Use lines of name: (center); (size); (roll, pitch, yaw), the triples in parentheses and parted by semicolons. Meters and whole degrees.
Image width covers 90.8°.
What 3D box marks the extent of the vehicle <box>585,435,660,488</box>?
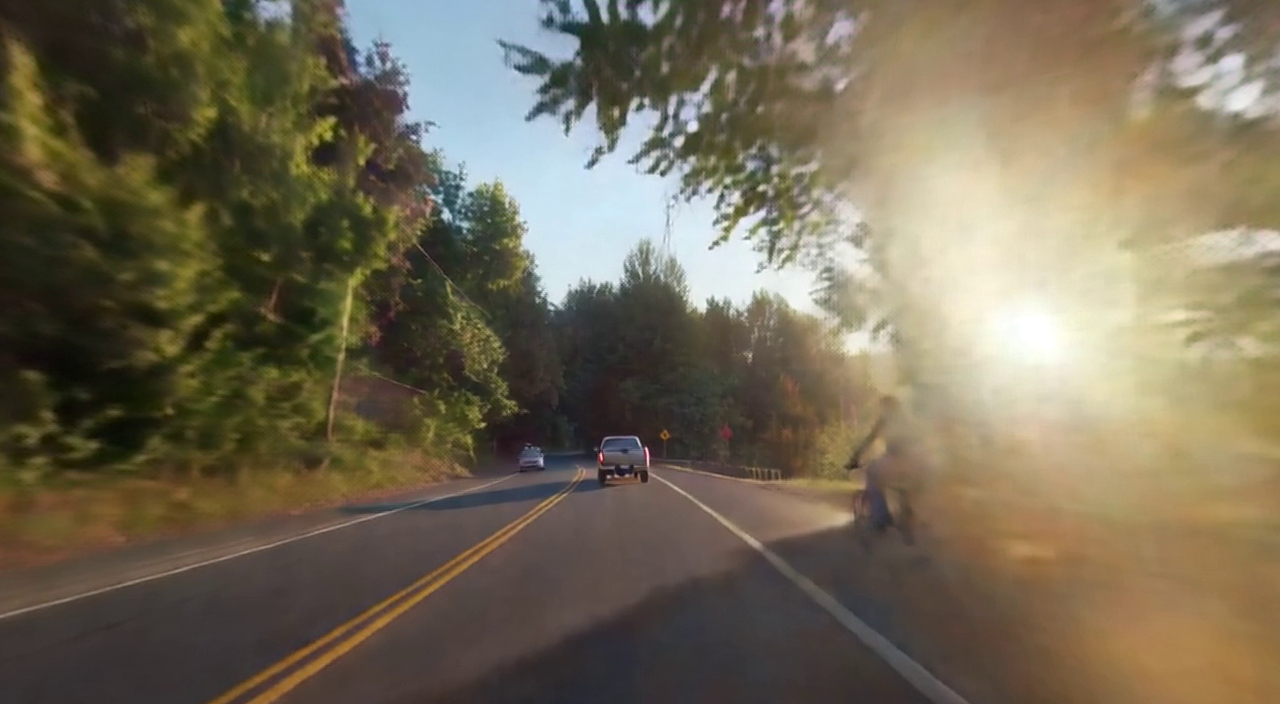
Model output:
vehicle: (-0.784, 4.242, 24.971); (2.631, 1.798, 5.331); (0, -8, -4)

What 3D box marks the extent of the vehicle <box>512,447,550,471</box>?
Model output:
vehicle: (-7.381, 7.235, 43.024); (2.198, 1.459, 4.398); (0, -8, -5)
